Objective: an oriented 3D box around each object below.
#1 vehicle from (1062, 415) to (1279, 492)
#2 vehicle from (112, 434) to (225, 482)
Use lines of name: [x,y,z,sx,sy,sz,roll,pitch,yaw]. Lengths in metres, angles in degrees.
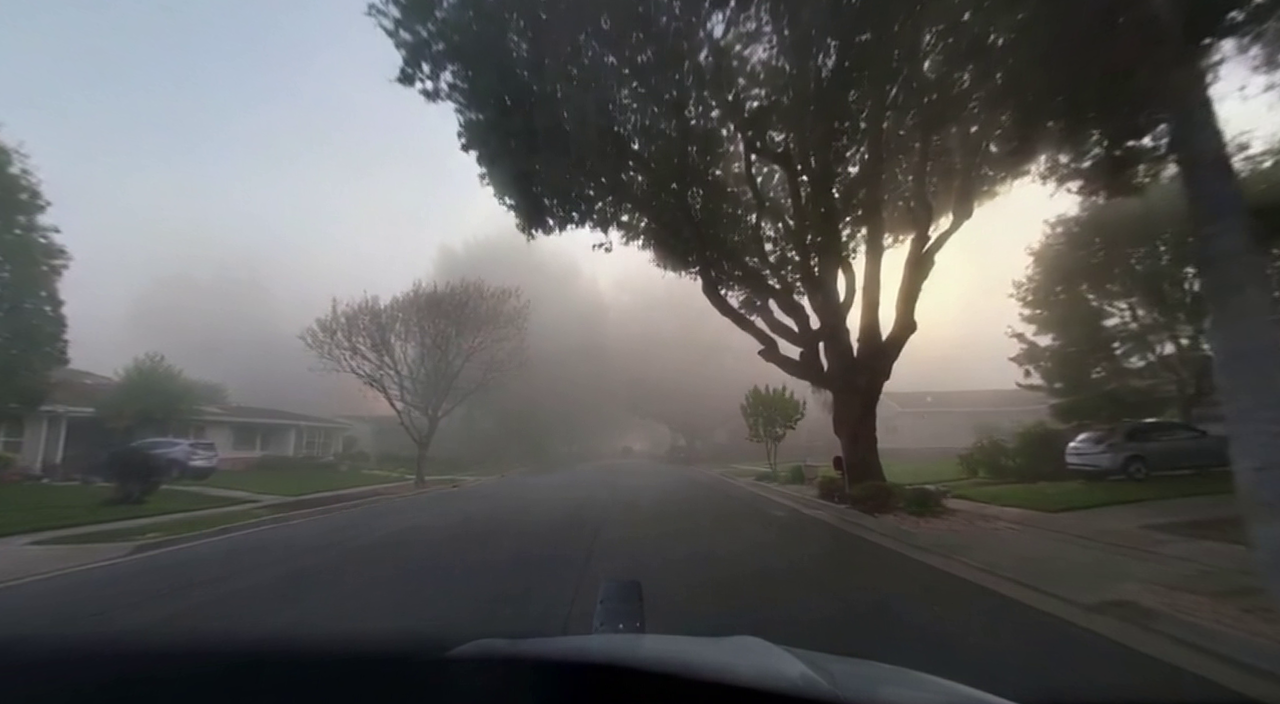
vehicle: [12.321,2.273,14.195,4.378,1.529,1.886,-5,-10,26]
vehicle: [-17.539,3.932,23.790,1.957,1.602,4.326,2,-9,-17]
